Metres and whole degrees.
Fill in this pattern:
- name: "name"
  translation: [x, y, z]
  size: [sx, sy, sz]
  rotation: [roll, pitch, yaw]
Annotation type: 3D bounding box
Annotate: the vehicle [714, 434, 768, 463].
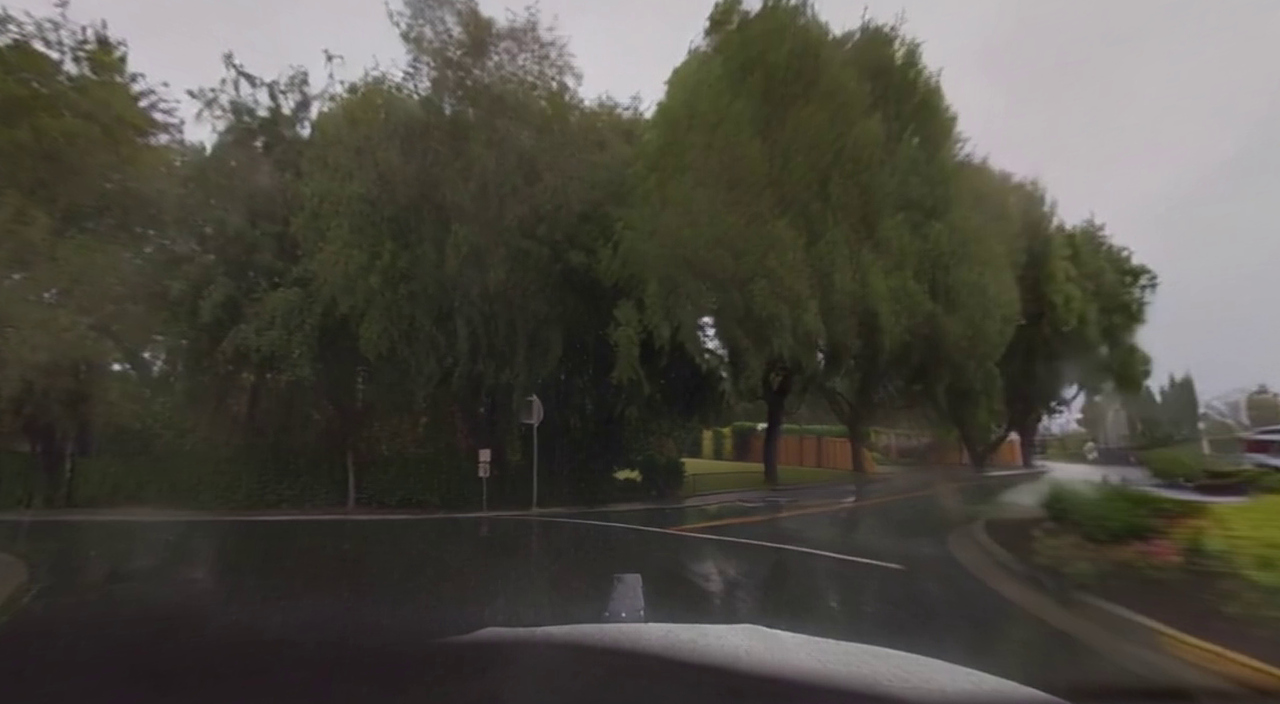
- name: "vehicle"
  translation: [5.630, 5.421, 35.407]
  size: [1.802, 1.548, 3.501]
  rotation: [3, -9, -12]
